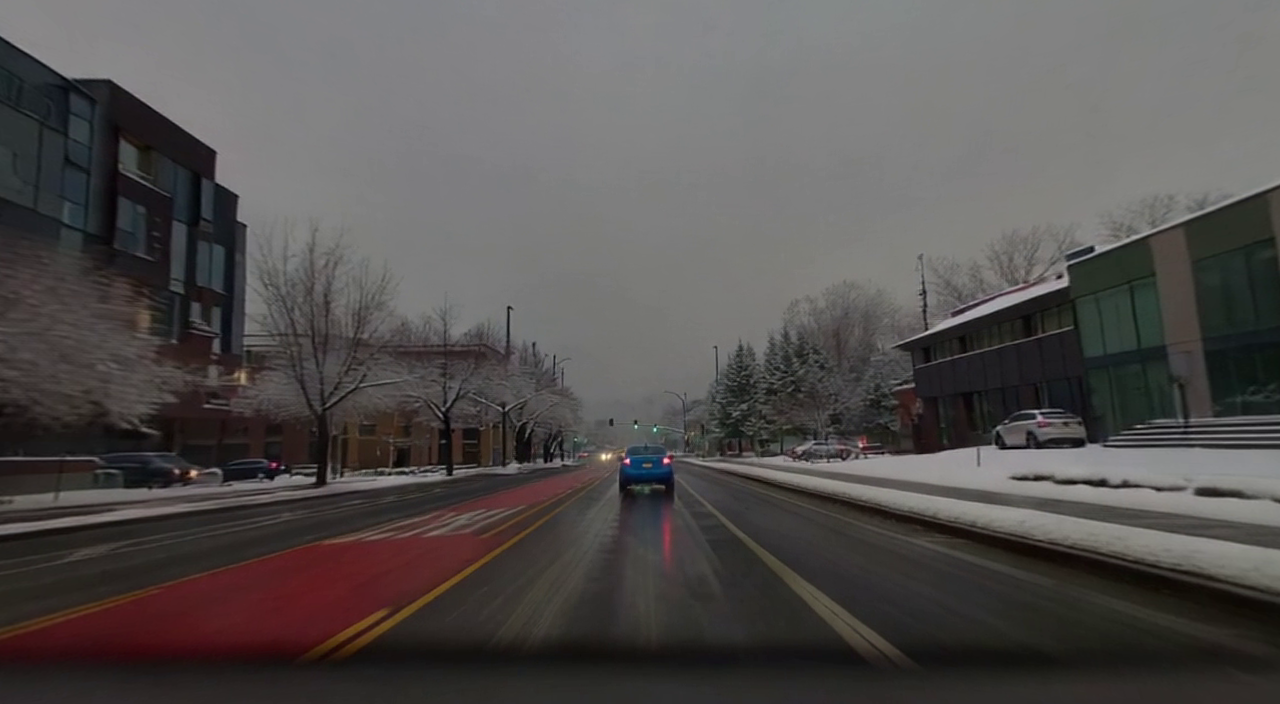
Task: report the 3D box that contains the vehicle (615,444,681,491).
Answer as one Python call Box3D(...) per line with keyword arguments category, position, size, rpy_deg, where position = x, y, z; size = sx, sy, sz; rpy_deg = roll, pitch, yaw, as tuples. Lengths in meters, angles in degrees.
Box3D(category="vehicle", position=(0.251, 3.914, 21.653), size=(2.063, 1.442, 4.135), rpy_deg=(0, -9, 0))

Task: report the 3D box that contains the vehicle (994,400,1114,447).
Box3D(category="vehicle", position=(15.340, 2.750, 23.632), size=(1.979, 1.460, 3.848), rpy_deg=(-2, -10, 3))

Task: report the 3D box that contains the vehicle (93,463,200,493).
Box3D(category="vehicle", position=(-30.421, 7.740, 38.938), size=(4.962, 1.561, 1.997), rpy_deg=(7, -11, -39))
